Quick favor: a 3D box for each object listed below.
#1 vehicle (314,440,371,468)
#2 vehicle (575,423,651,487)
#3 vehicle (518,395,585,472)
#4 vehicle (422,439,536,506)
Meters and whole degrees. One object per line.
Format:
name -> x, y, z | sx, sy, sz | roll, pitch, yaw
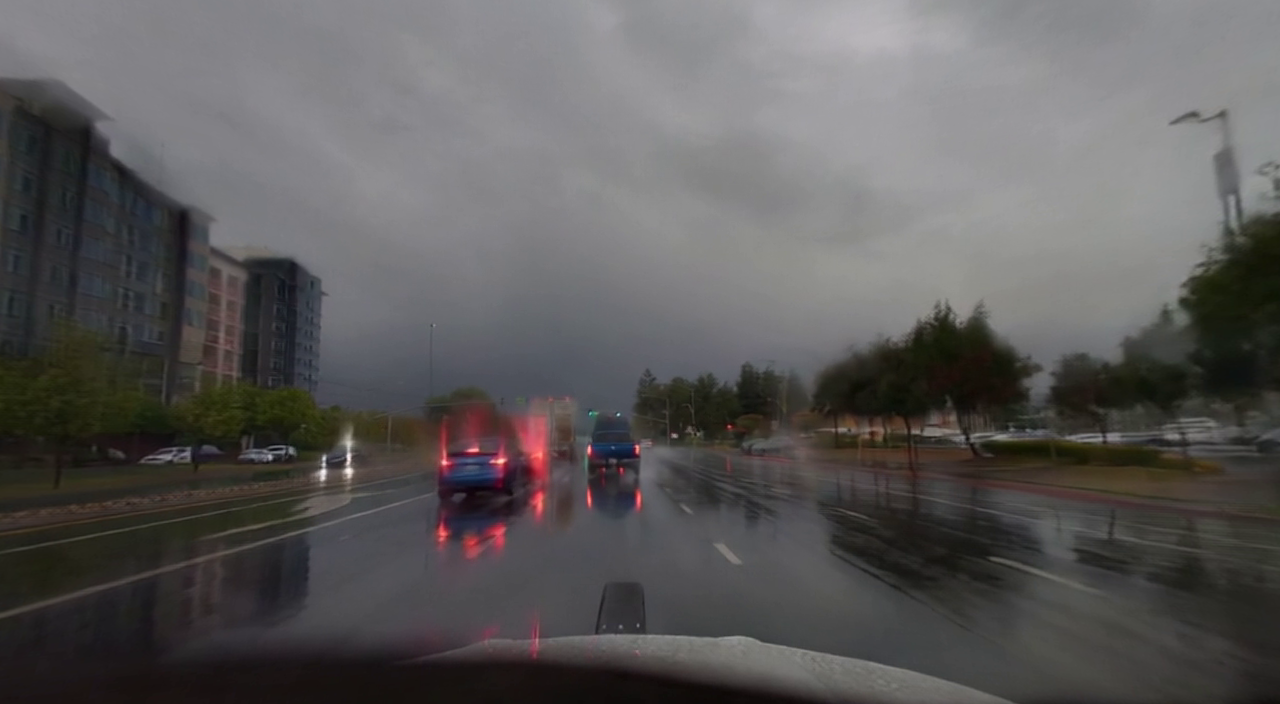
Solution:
vehicle -> -20.882, 7.155, 44.582 | 2.089, 1.861, 4.615 | 1, -8, -5
vehicle -> -0.903, 3.410, 21.197 | 2.260, 1.872, 4.578 | 0, -8, -3
vehicle -> -4.937, 5.002, 38.090 | 2.918, 3.741, 13.683 | 0, -8, -4
vehicle -> -3.920, 2.974, 16.178 | 1.904, 1.460, 4.300 | 0, -8, -2
